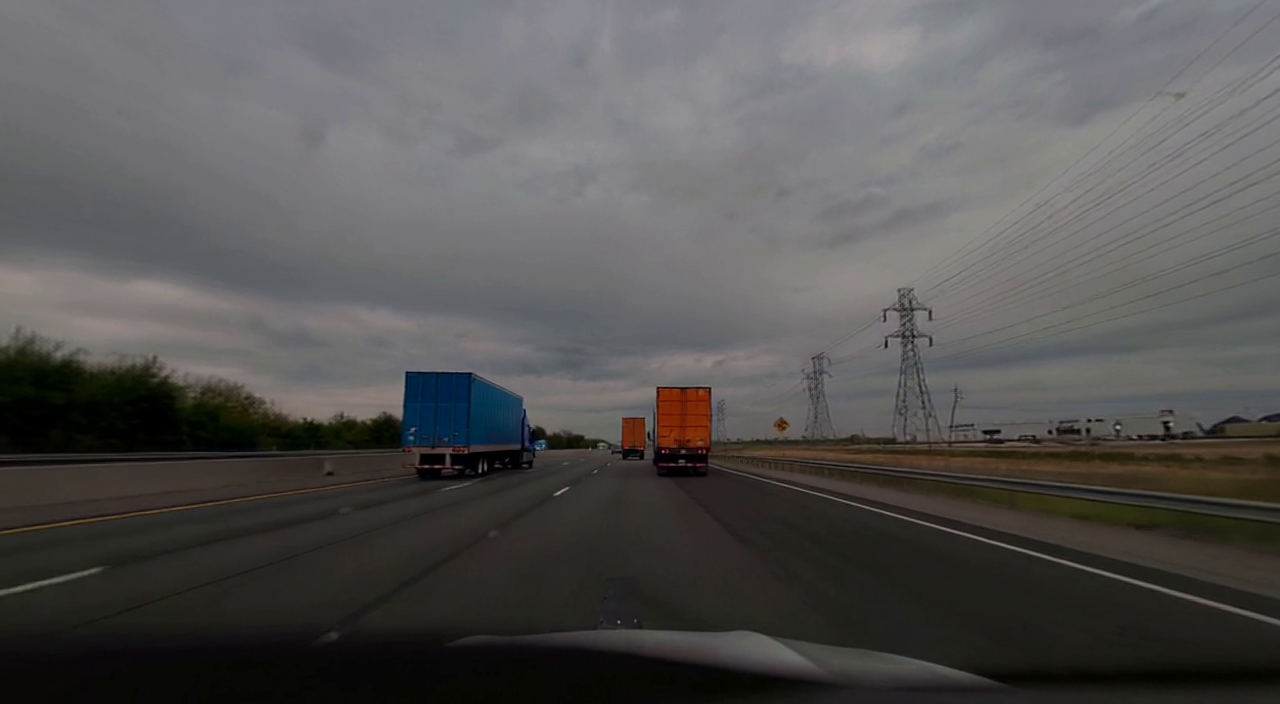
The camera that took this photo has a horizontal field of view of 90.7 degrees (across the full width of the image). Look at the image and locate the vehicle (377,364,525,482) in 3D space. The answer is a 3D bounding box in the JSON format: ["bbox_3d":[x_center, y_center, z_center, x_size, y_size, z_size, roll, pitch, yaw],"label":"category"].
[{"bbox_3d":[-7.374,3.209,26.967,2.937,3.981,11.119,0,-8,0],"label":"vehicle"}]

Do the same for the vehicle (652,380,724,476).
[{"bbox_3d":[2.041,3.801,30.536,2.858,3.847,10.034,-1,-9,1],"label":"vehicle"}]
